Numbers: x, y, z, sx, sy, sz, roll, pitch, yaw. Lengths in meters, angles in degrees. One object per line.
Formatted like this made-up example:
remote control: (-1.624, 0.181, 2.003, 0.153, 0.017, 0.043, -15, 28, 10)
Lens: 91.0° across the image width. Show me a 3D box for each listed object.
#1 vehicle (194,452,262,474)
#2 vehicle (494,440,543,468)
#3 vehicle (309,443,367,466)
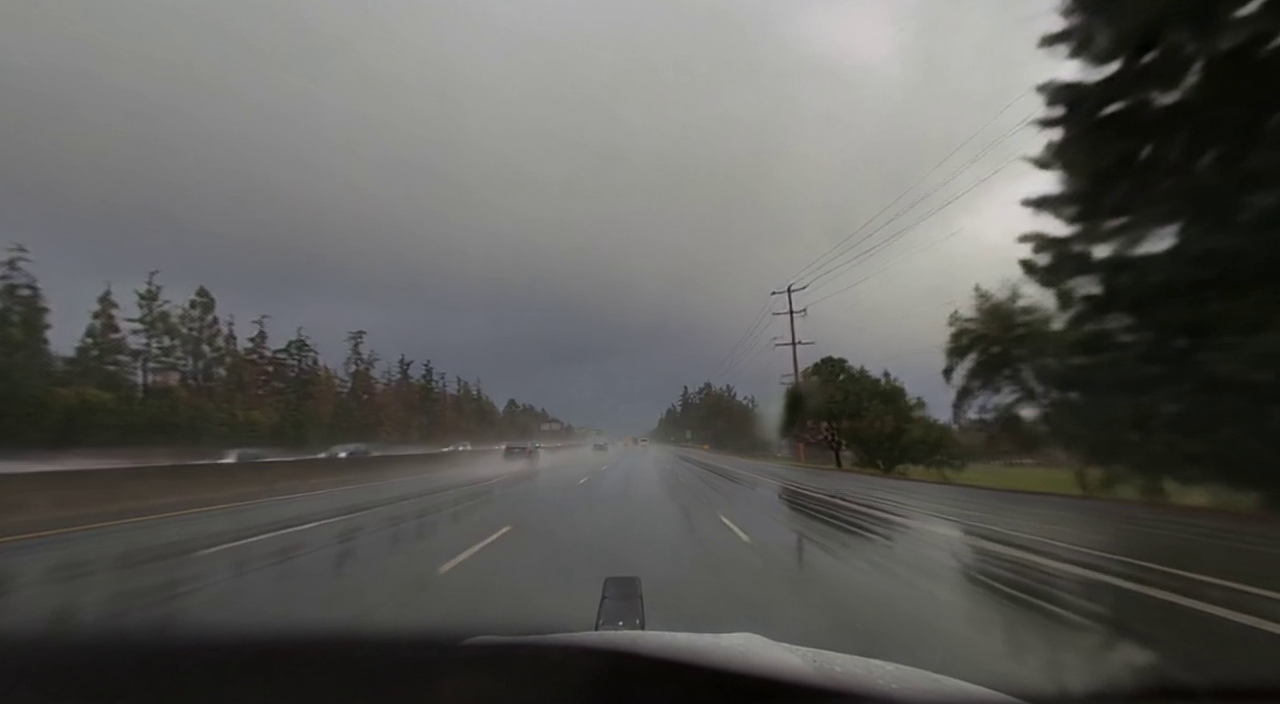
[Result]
vehicle: (-29.075, 7.833, 44.641, 1.812, 1.501, 4.462, 0, -9, 0)
vehicle: (-7.303, 6.201, 38.347, 2.034, 1.563, 4.476, 0, -9, 1)
vehicle: (-22.089, 7.534, 46.293, 2.050, 1.583, 4.506, 0, -9, 0)
